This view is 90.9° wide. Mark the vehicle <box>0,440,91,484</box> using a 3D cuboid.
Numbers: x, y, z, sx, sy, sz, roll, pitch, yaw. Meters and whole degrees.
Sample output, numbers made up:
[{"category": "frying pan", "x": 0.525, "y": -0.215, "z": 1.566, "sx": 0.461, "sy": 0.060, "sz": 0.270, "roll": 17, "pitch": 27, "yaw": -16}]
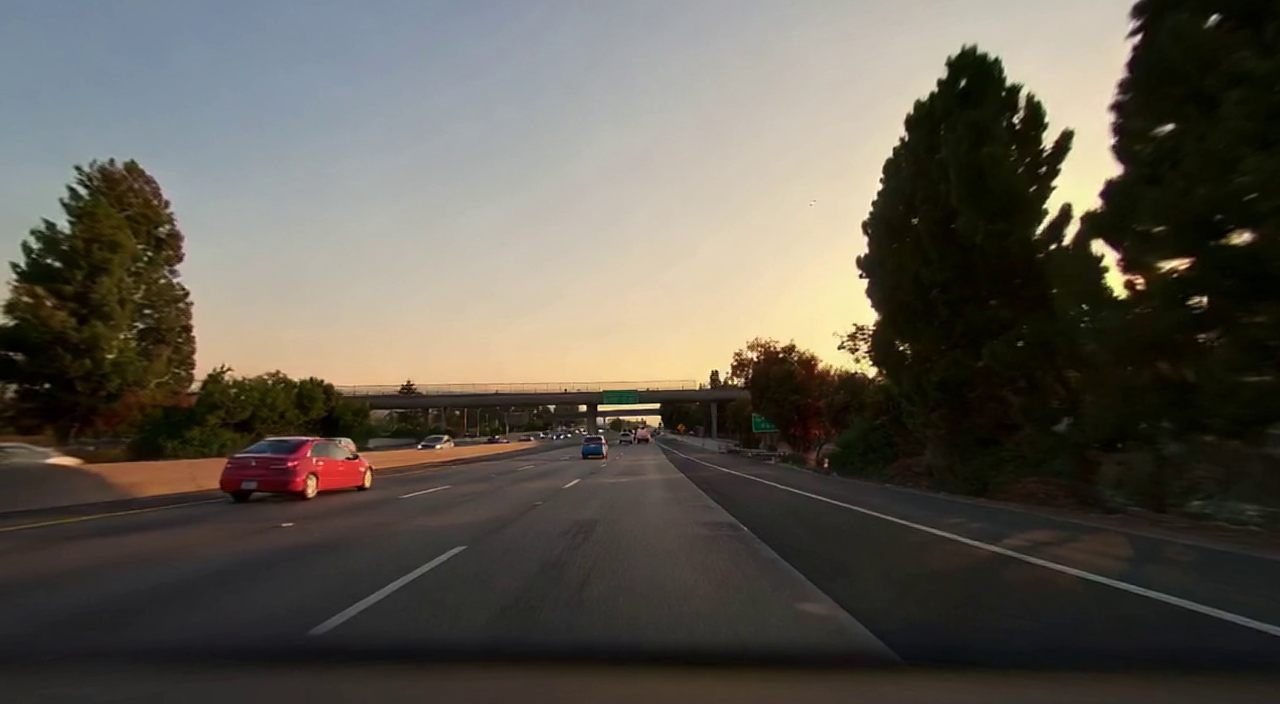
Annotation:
[{"category": "vehicle", "x": -21.728, "y": 3.819, "z": 22.111, "sx": 1.655, "sy": 1.420, "sz": 3.524, "roll": 0, "pitch": -8, "yaw": 1}]

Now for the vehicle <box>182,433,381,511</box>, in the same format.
[{"category": "vehicle", "x": -7.796, "y": 2.636, "z": 14.304, "sx": 1.987, "sy": 1.486, "sz": 4.174, "roll": 0, "pitch": -8, "yaw": 1}]
